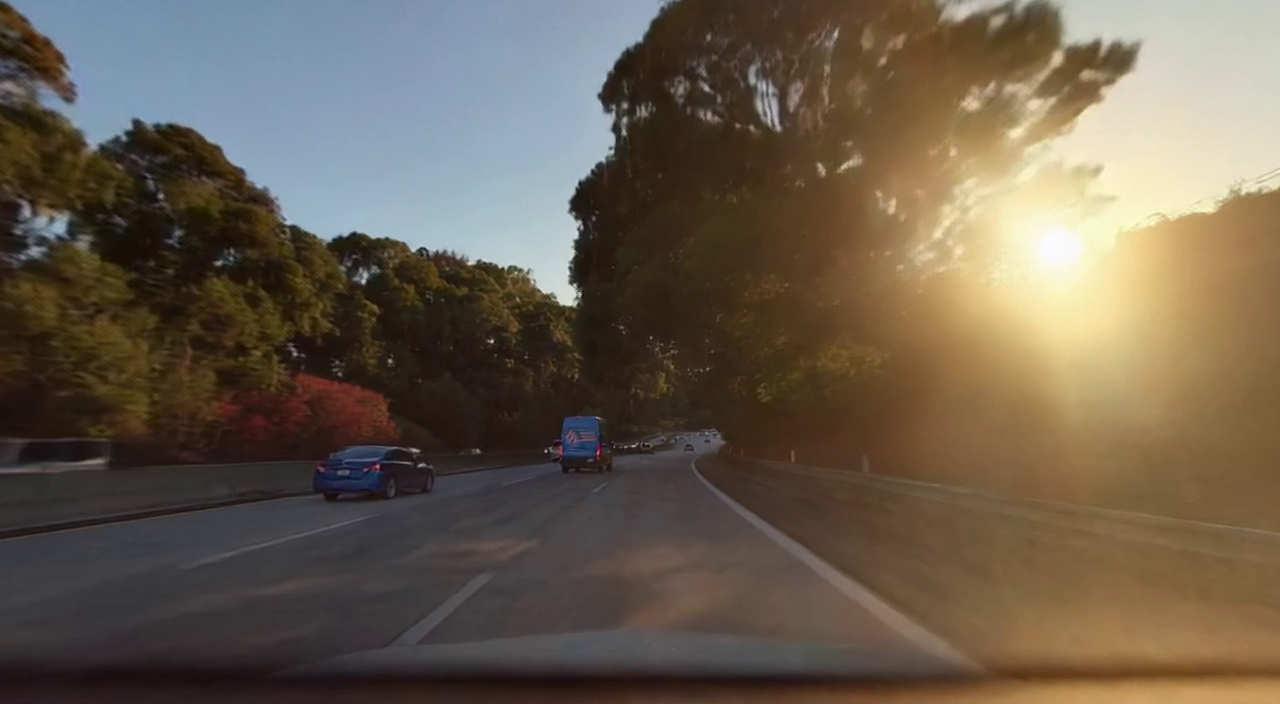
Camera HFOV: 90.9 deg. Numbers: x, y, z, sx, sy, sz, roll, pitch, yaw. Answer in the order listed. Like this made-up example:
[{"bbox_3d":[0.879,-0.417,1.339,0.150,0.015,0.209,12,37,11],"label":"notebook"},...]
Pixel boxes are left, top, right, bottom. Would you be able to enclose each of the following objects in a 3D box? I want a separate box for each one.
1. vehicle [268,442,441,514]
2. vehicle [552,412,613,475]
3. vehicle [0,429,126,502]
[{"bbox_3d":[-6.507,2.883,15.045,1.947,1.438,4.440,0,-8,1],"label":"vehicle"},{"bbox_3d":[-2.765,4.611,31.800,2.319,2.883,5.632,-1,-8,3],"label":"vehicle"},{"bbox_3d":[-16.838,2.902,16.210,2.255,1.760,5.882,0,-8,1],"label":"vehicle"}]
